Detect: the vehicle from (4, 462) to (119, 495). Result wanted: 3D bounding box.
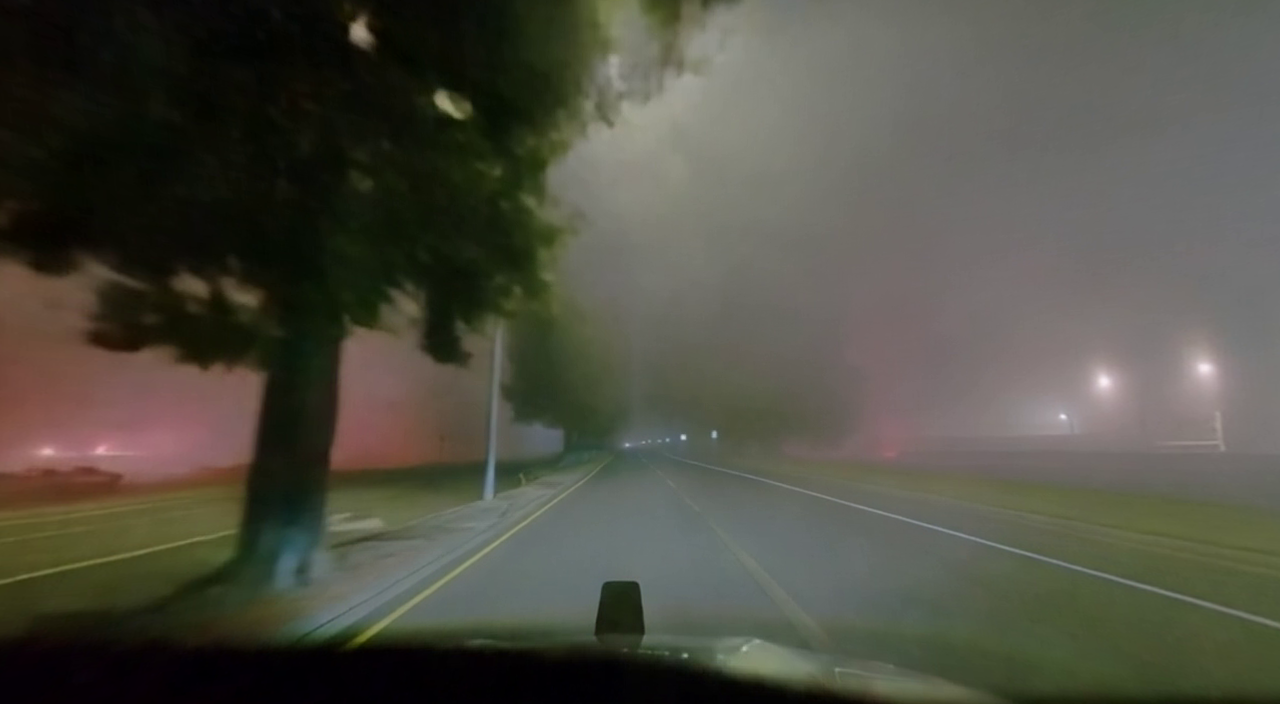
[{"bbox_3d":[-27.437,5.998,30.023,3.706,1.426,1.668,0,-9,-2],"label":"vehicle"}]

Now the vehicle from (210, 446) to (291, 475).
[{"bbox_3d":[-26.901,7.499,43.717,4.362,1.733,2.041,-2,-6,1],"label":"vehicle"}]

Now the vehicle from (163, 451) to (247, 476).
[{"bbox_3d":[-28.280,7.290,41.157,3.938,1.485,2.055,1,-10,3],"label":"vehicle"}]
